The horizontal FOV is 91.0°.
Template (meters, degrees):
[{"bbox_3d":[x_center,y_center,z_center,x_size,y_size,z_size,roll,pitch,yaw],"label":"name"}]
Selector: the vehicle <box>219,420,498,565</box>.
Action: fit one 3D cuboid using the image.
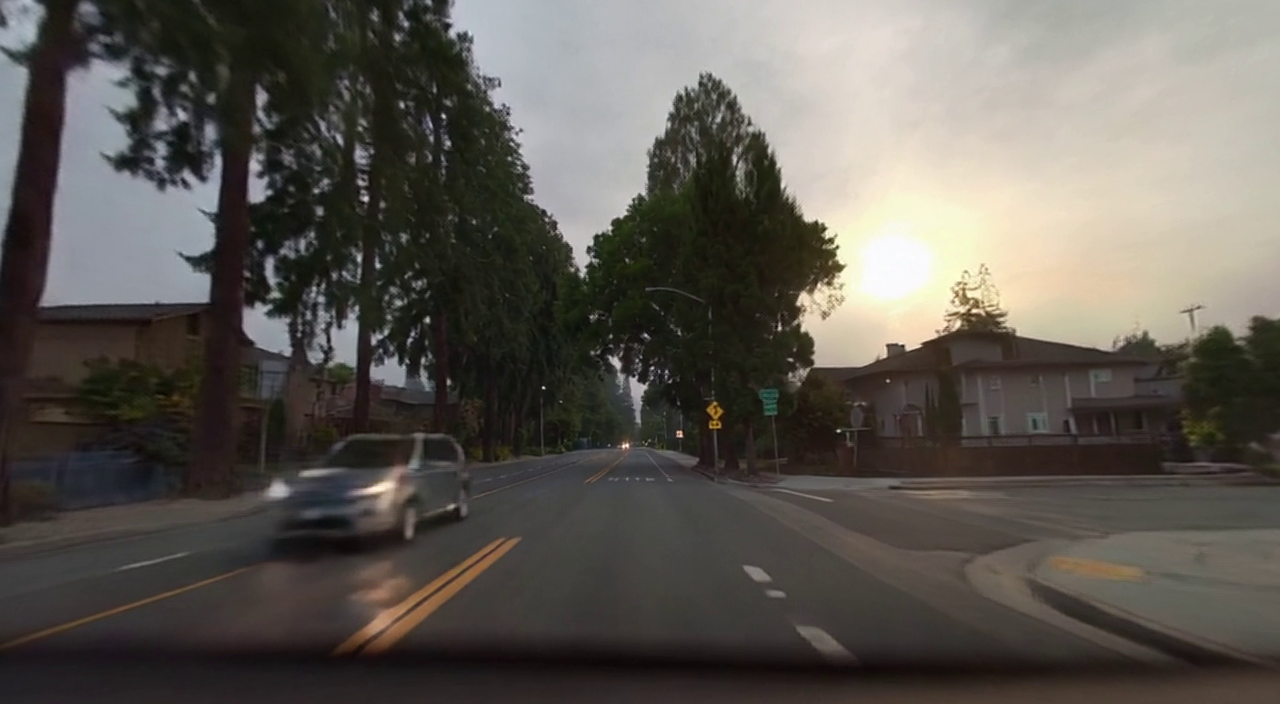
[{"bbox_3d":[-4.043,2.111,10.299,2.267,1.768,4.911,0,-9,0],"label":"vehicle"}]
